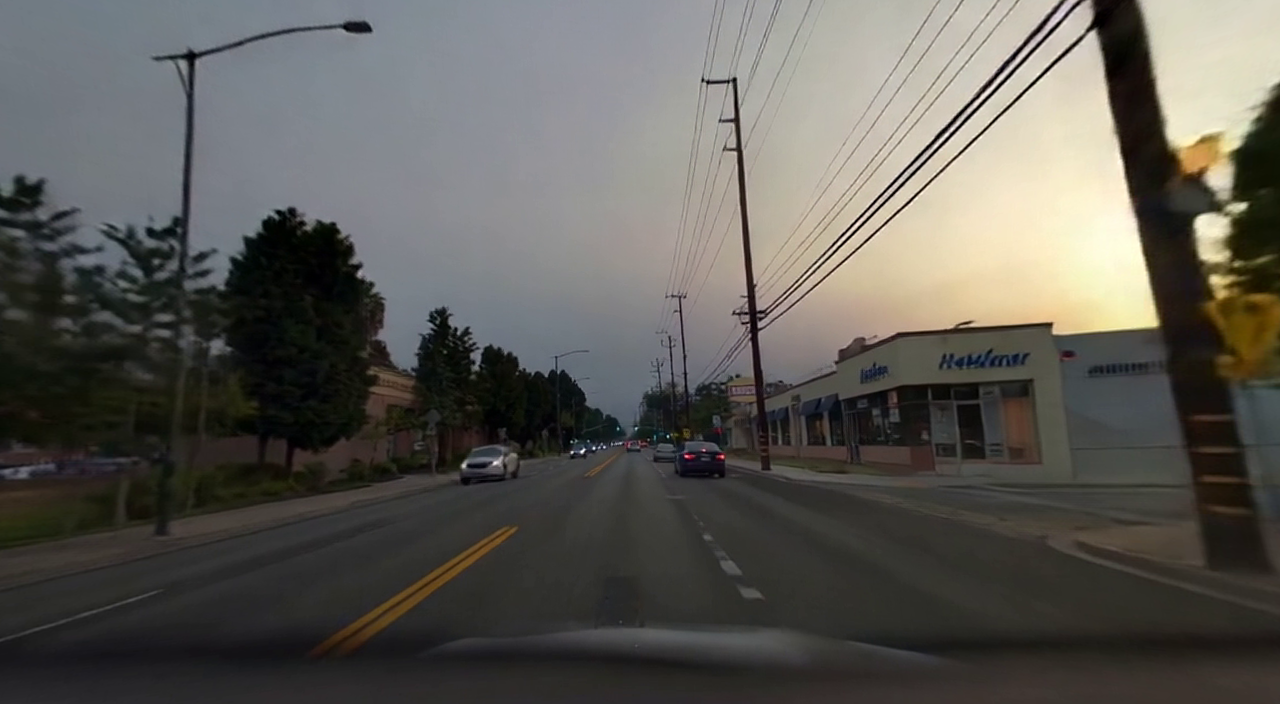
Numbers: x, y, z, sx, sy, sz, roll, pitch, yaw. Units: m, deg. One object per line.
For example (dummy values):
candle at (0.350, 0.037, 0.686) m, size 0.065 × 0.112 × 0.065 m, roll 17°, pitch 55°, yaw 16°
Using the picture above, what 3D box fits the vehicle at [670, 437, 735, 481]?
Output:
vehicle at (2.255, 3.988, 23.775) m, size 1.975 × 1.497 × 3.647 m, roll 0°, pitch -8°, yaw -2°

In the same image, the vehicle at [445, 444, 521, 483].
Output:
vehicle at (-6.403, 4.590, 26.333) m, size 2.069 × 1.490 × 4.254 m, roll 0°, pitch -8°, yaw 0°
